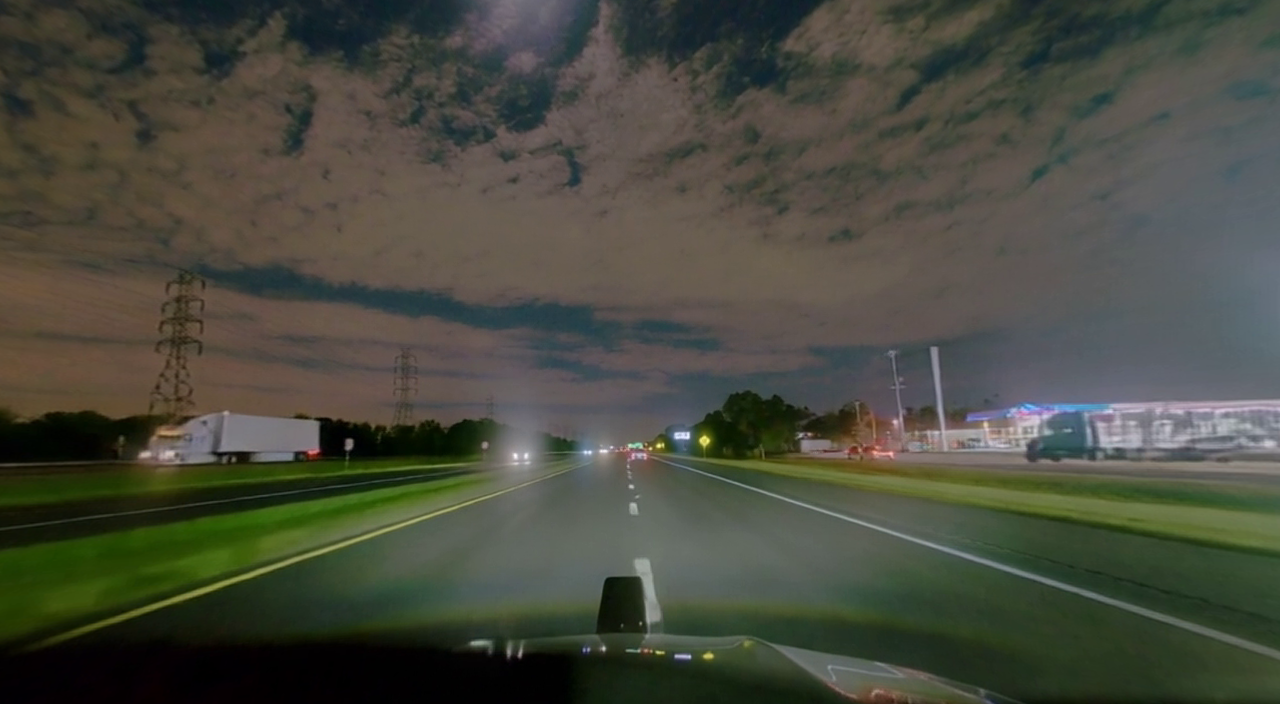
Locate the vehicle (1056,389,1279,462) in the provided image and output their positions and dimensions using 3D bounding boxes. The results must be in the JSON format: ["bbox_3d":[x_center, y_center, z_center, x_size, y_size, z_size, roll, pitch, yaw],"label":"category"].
[{"bbox_3d":[32.555,4.684,39.005,10.652,3.951,2.980,-8,-12,43],"label":"vehicle"}]

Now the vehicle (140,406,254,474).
[{"bbox_3d":[-29.004,5.802,41.696,2.866,3.966,6.447,-2,-8,-1],"label":"vehicle"}]
